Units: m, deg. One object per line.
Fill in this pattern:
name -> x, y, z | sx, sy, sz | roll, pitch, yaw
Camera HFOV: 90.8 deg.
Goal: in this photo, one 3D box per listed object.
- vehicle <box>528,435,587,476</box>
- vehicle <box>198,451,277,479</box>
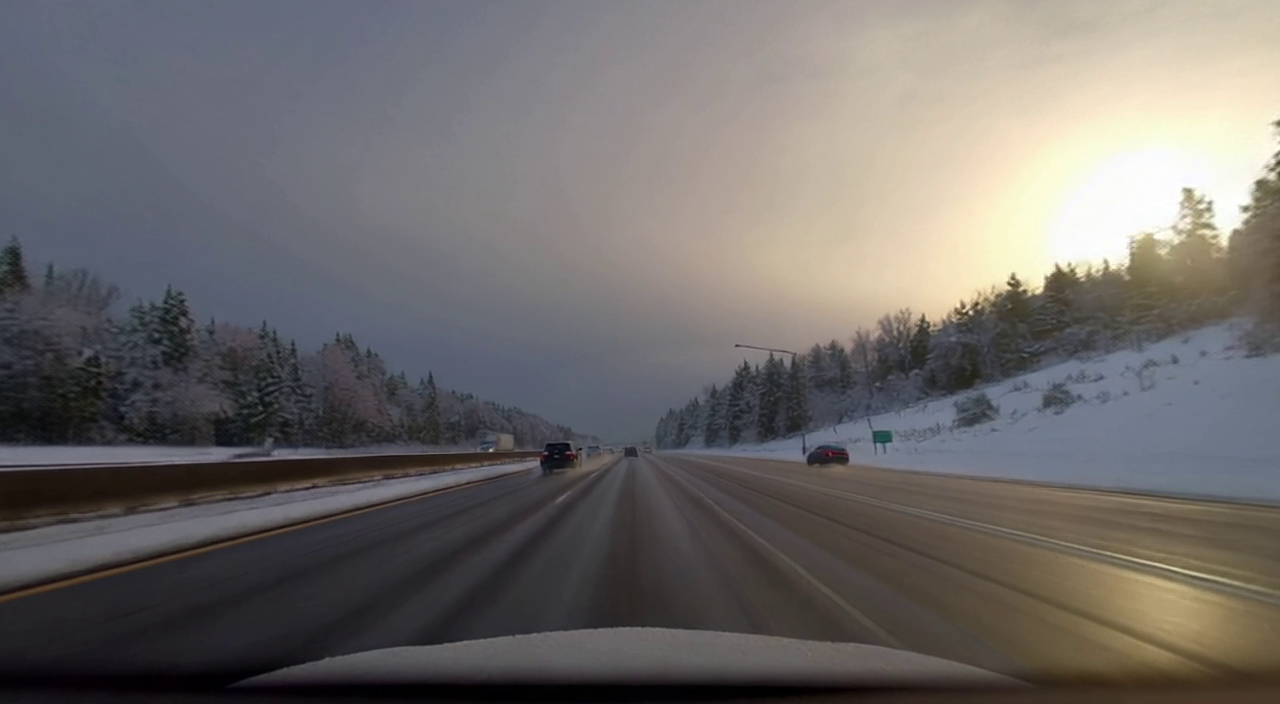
vehicle -> -3.749, 4.791, 29.413 | 2.114, 1.774, 4.427 | 0, -9, 0
vehicle -> -25.584, 7.181, 40.369 | 1.980, 1.610, 4.674 | 0, -9, 0
